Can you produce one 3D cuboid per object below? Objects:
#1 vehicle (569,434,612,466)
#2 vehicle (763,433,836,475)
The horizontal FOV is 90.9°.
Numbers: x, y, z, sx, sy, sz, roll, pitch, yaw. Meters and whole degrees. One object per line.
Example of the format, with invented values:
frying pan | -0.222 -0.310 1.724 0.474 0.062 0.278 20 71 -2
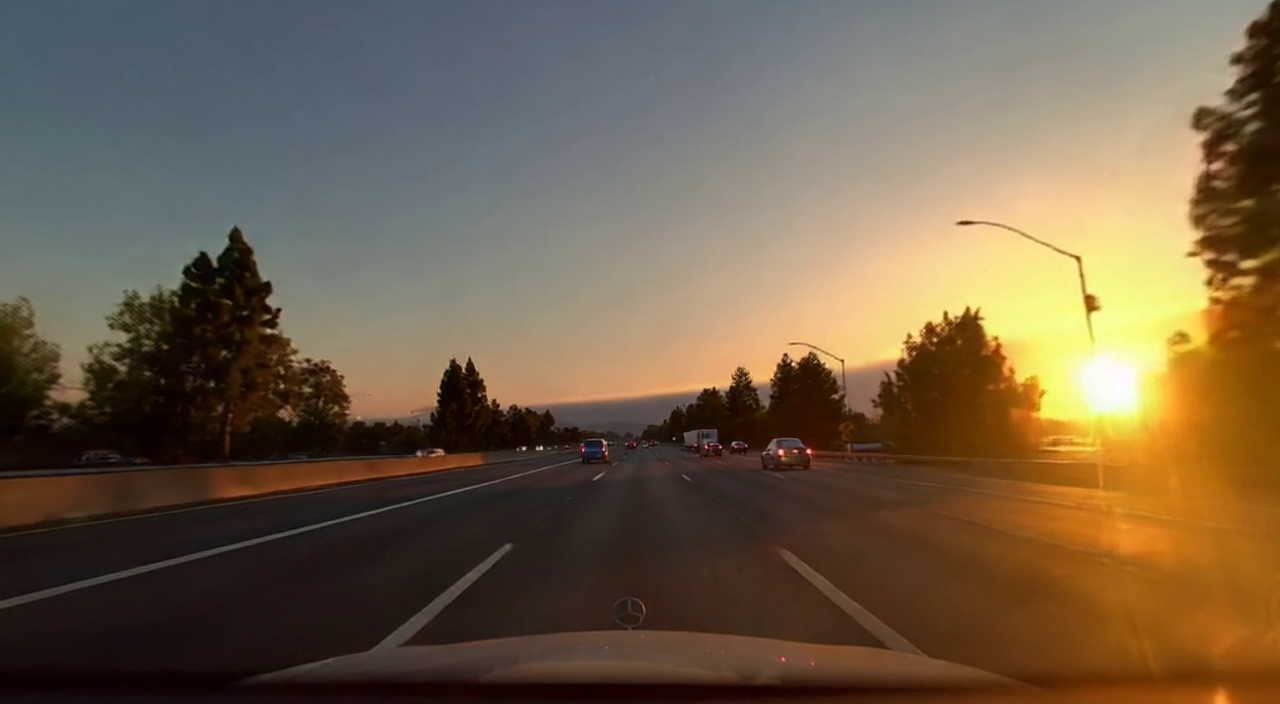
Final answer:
vehicle | -3.266 6.589 42.540 2.453 1.952 5.320 0 -8 0
vehicle | 7.026 4.539 28.264 2.063 1.706 4.259 0 -8 -1
